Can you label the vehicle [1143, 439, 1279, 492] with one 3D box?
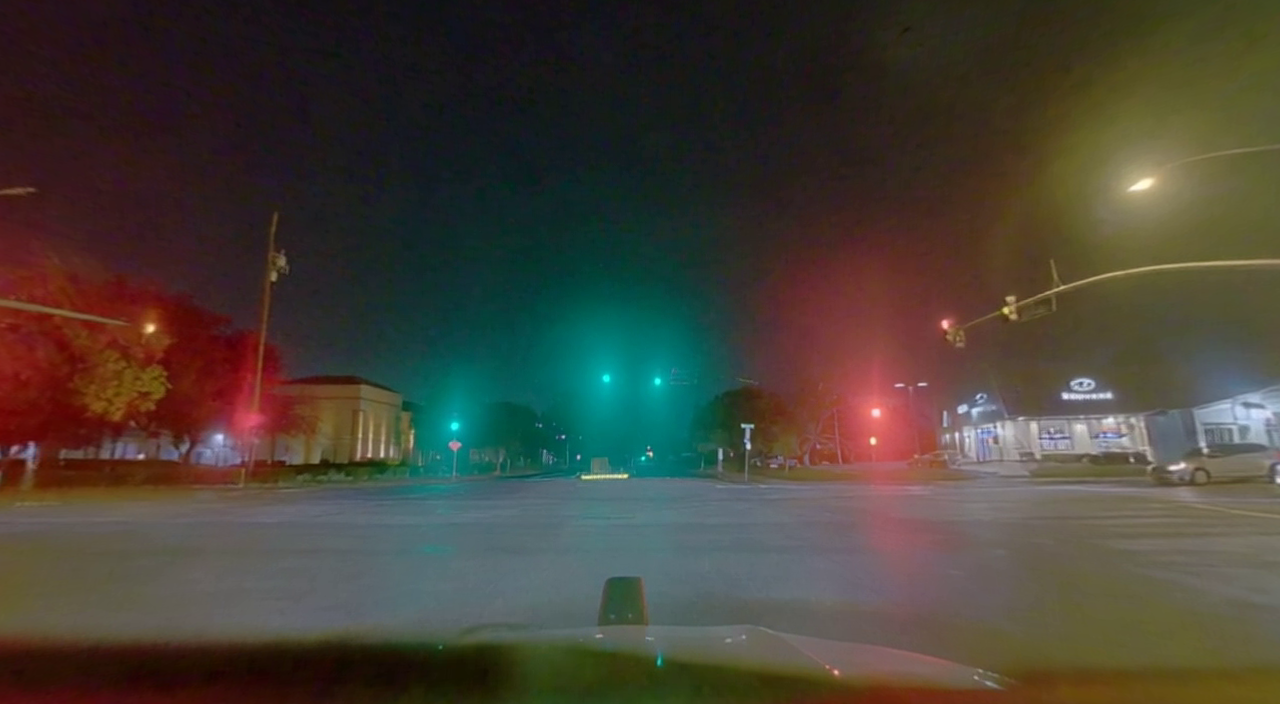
[{"bbox_3d":[20.194,3.826,21.393,4.483,1.691,1.949,0,-8,0],"label":"vehicle"}]
